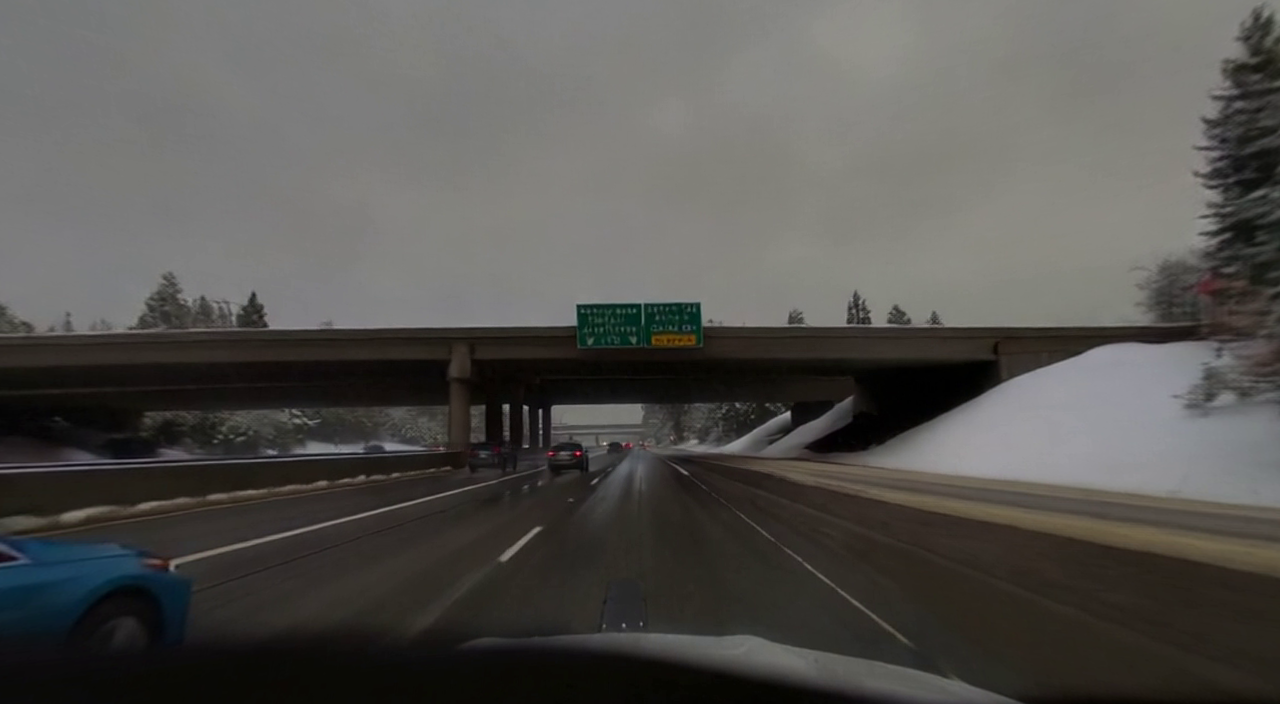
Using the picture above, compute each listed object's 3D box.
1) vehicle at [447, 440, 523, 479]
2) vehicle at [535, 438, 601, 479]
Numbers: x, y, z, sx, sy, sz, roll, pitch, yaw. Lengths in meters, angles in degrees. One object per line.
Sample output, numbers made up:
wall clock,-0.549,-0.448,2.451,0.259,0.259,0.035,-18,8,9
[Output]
vehicle,-6.710,4.735,27.970,2.069,1.551,4.830,0,-9,1
vehicle,-3.069,4.661,27.924,2.210,1.628,4.586,-1,-9,2
